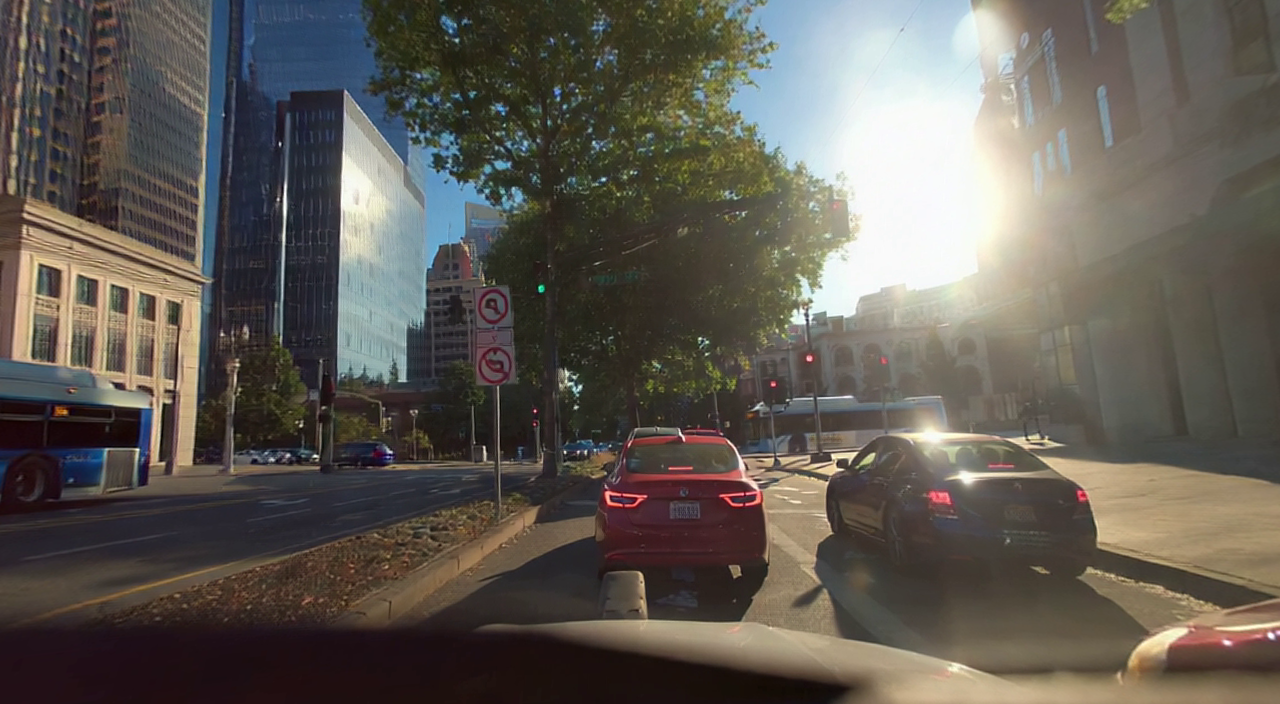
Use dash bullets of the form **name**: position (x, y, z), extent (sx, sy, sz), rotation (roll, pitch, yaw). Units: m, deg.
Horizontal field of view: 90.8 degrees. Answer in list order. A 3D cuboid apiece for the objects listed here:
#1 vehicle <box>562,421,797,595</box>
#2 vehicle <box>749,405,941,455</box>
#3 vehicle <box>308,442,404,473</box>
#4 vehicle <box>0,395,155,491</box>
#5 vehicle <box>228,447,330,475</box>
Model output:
- **vehicle**: position (0.375, 1.626, 7.388), extent (2.006, 1.470, 3.799), rotation (0, -8, 1)
- **vehicle**: position (15.702, 6.124, 49.296), extent (13.811, 3.706, 2.997), rotation (0, -9, 1)
- **vehicle**: position (-16.294, 6.027, 36.395), extent (1.892, 1.645, 4.561), rotation (-8, -11, 41)
- **vehicle**: position (-25.946, 3.643, 25.331), extent (2.692, 3.685, 10.153), rotation (-3, -9, 20)
- **vehicle**: position (-20.792, 6.288, 36.638), extent (1.883, 1.461, 4.830), rotation (-4, -10, 27)
